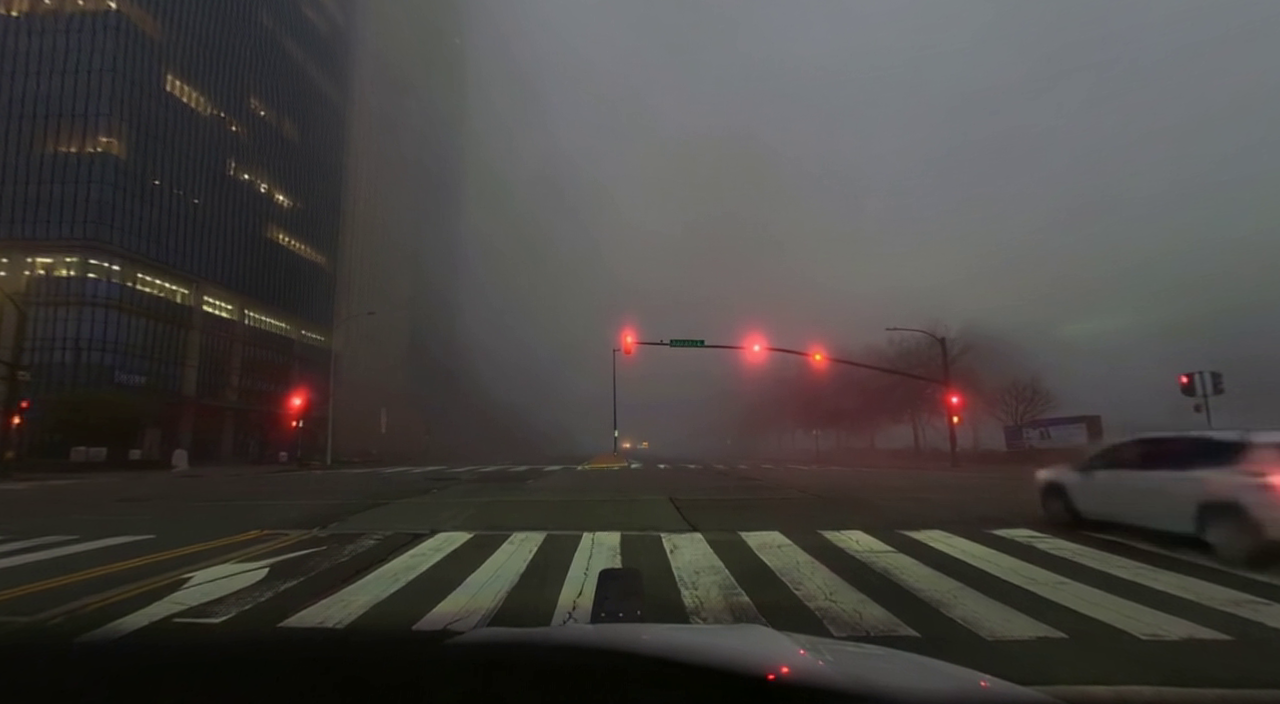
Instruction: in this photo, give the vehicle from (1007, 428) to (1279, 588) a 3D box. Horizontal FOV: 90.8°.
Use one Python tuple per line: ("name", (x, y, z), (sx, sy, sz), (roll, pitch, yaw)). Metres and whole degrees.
("vehicle", (6.877, 1.719, 7.720), (1.988, 1.466, 4.529), (0, -8, -1))
